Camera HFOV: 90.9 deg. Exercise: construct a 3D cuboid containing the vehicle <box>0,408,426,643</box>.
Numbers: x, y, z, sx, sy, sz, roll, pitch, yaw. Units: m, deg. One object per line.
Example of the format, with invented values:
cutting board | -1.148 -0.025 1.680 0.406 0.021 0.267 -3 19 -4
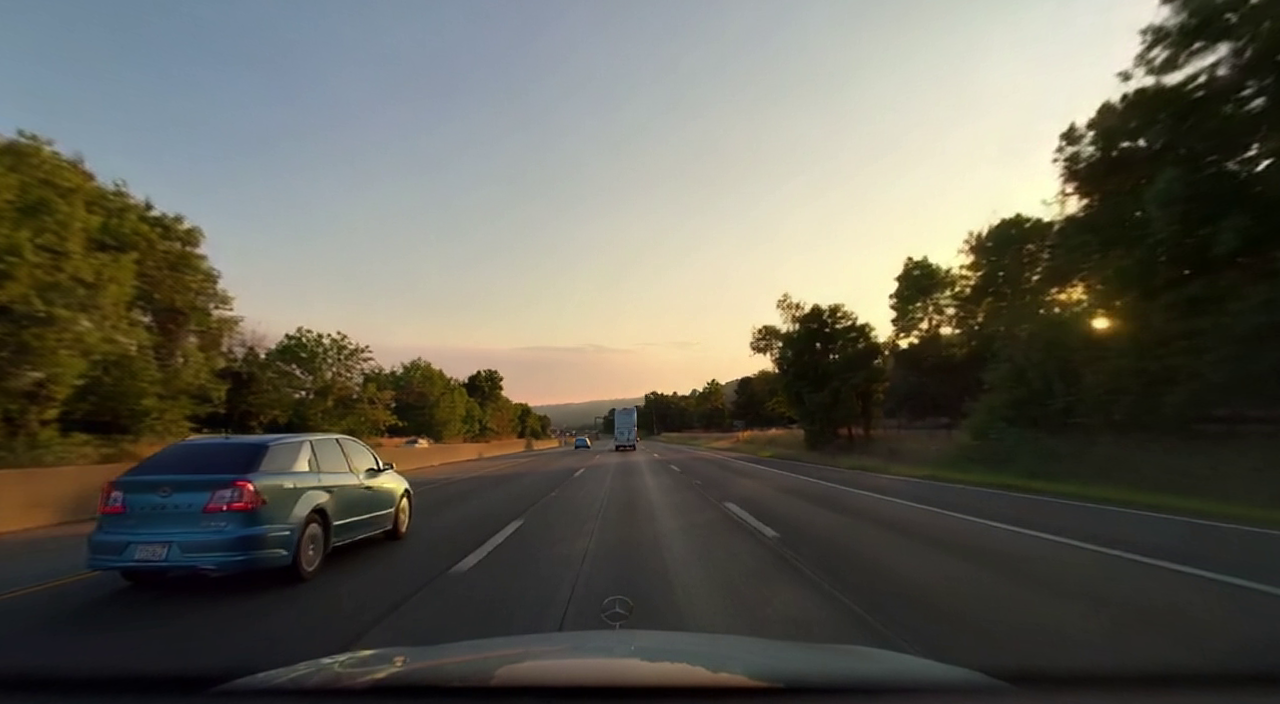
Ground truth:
vehicle | -3.753 1.387 6.125 1.931 1.483 4.105 0 -8 -1
